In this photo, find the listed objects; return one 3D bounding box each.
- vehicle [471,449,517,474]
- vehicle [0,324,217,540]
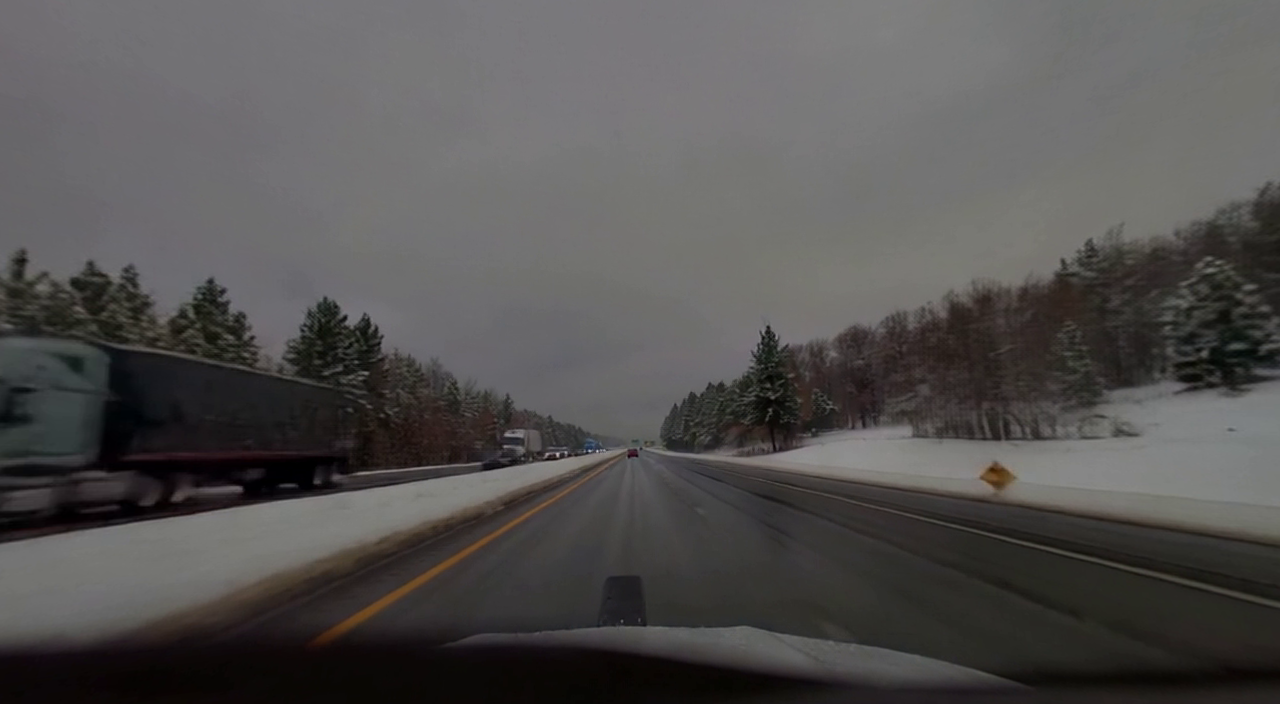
[{"bbox_3d":[-9.526,7.169,41.509,2.010,1.530,4.354,0,-9,-1],"label":"vehicle"},{"bbox_3d":[-13.374,1.908,14.529,3.016,4.009,5.868,0,-9,-1],"label":"vehicle"}]
